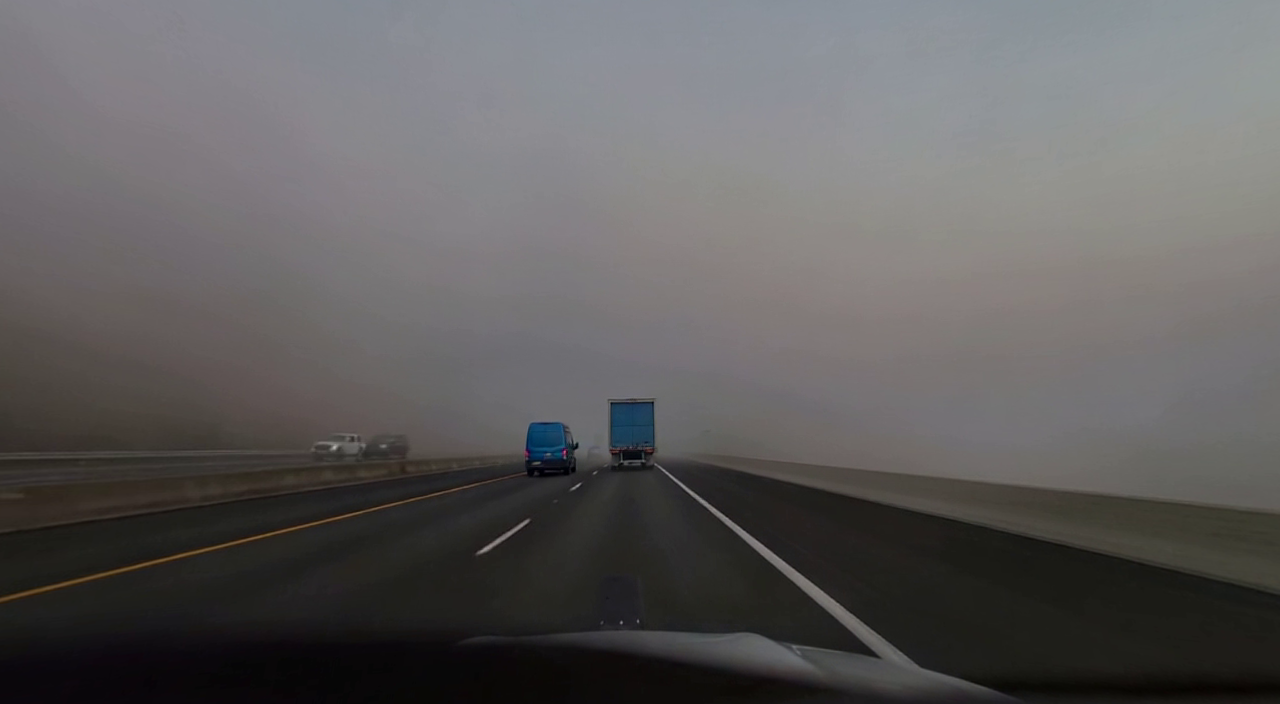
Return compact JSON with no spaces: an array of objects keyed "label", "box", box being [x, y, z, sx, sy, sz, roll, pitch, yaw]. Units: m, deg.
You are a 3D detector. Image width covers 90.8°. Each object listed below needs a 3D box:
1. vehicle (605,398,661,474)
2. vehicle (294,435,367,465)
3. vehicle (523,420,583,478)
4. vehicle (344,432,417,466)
[{"label":"vehicle","box":[-0.388,5.288,38.995,2.995,4.036,10.311,0,-9,0]},{"label":"vehicle","box":[-17.551,5.606,36.057,1.939,1.570,4.478,0,-9,0]},{"label":"vehicle","box":[-4.482,5.146,33.516,2.357,2.786,6.144,0,-9,-1]},{"label":"vehicle","box":[-13.482,5.094,33.105,2.028,1.658,4.256,0,-9,-1]}]
